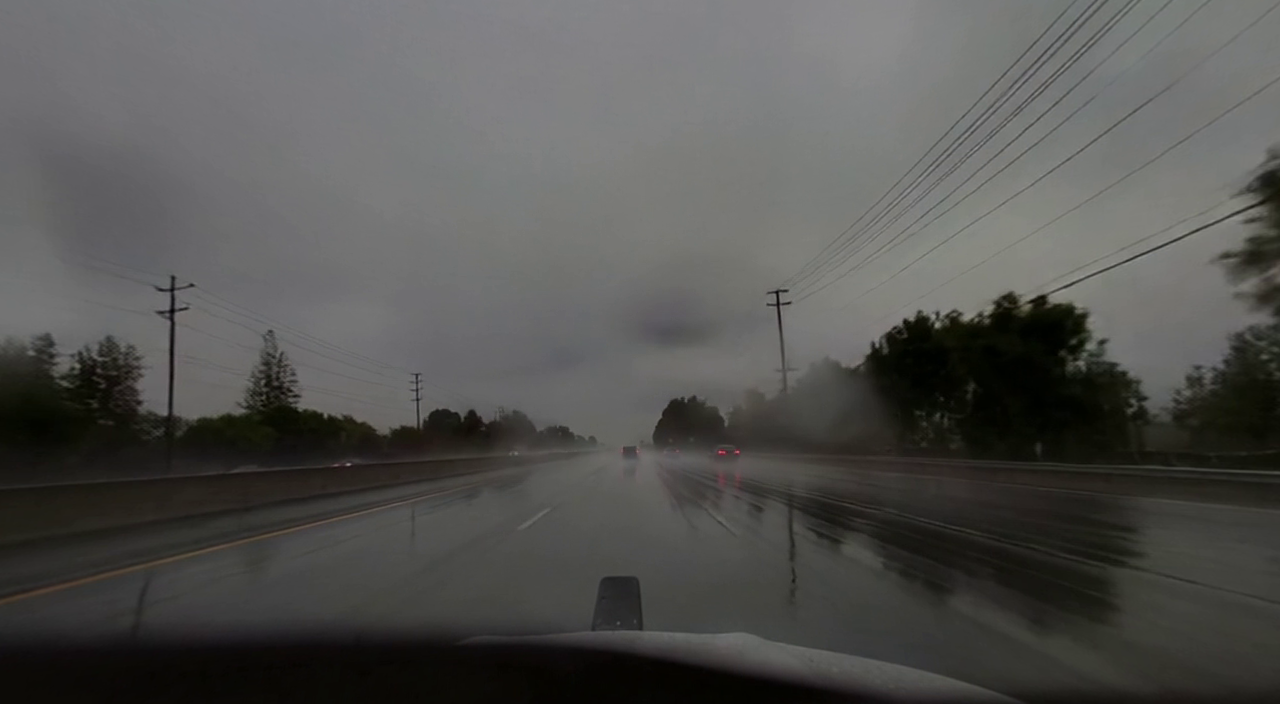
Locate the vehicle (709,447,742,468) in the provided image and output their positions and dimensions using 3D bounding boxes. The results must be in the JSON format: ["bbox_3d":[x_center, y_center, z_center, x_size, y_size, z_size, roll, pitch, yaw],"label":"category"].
[{"bbox_3d":[6.400,7.945,47.806,1.817,1.440,4.075,0,-9,-2],"label":"vehicle"}]
